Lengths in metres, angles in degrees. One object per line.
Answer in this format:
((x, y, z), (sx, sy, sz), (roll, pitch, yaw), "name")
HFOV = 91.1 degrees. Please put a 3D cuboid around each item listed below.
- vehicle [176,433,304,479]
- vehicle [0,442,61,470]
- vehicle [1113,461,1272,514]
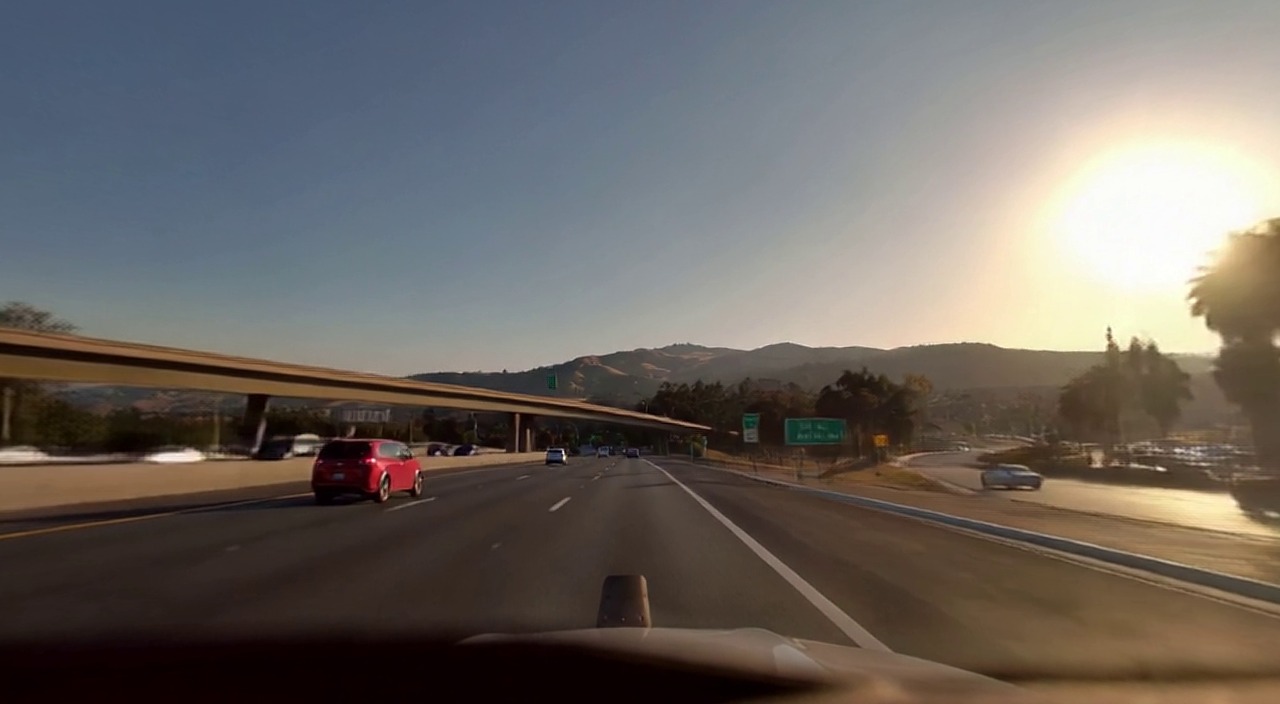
((-16.454, 4.322, 26.213), (2.102, 1.727, 4.927), (0, -9, 0), "vehicle")
((-33.759, 5.501, 33.299), (1.807, 1.451, 4.798), (1, -9, -5), "vehicle")
((21.317, 5.203, 24.586), (2.294, 1.737, 4.708), (-1, -9, 7), "vehicle")
